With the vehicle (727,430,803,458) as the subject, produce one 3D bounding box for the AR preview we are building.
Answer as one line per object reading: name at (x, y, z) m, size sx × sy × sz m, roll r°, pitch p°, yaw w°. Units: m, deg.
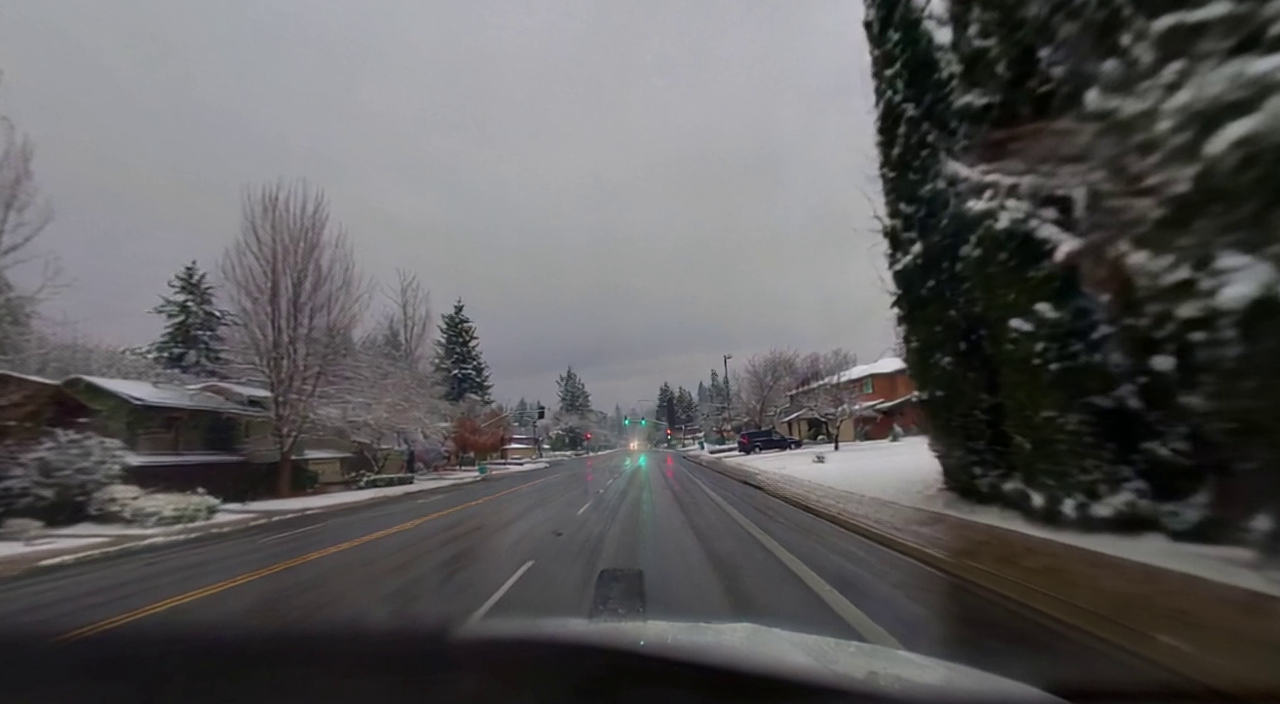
vehicle at (8.539, 6.280, 42.974) m, size 4.636 × 1.823 × 1.997 m, roll 3°, pitch -9°, yaw -18°
